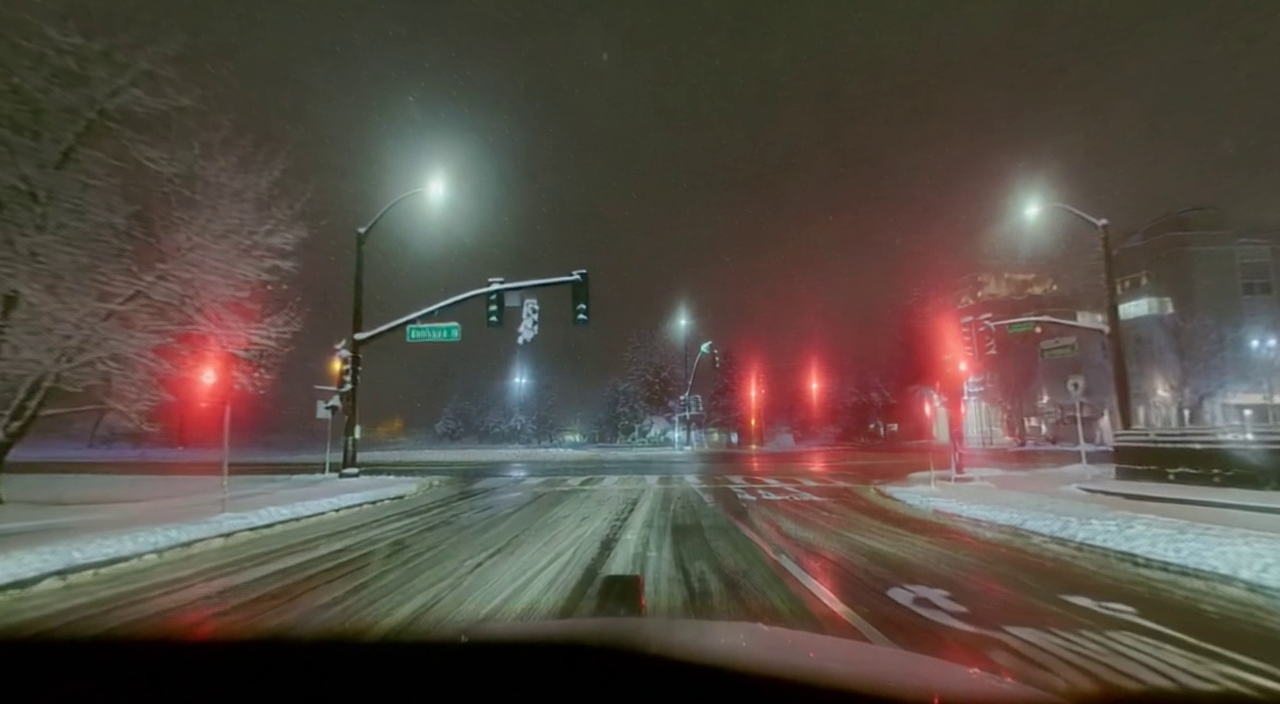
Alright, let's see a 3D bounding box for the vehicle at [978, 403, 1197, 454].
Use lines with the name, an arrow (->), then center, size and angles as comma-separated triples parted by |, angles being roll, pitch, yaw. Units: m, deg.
vehicle -> 31.013, 5.397, 43.912 | 12.822, 3.296, 3.033 | 0, -9, 0
